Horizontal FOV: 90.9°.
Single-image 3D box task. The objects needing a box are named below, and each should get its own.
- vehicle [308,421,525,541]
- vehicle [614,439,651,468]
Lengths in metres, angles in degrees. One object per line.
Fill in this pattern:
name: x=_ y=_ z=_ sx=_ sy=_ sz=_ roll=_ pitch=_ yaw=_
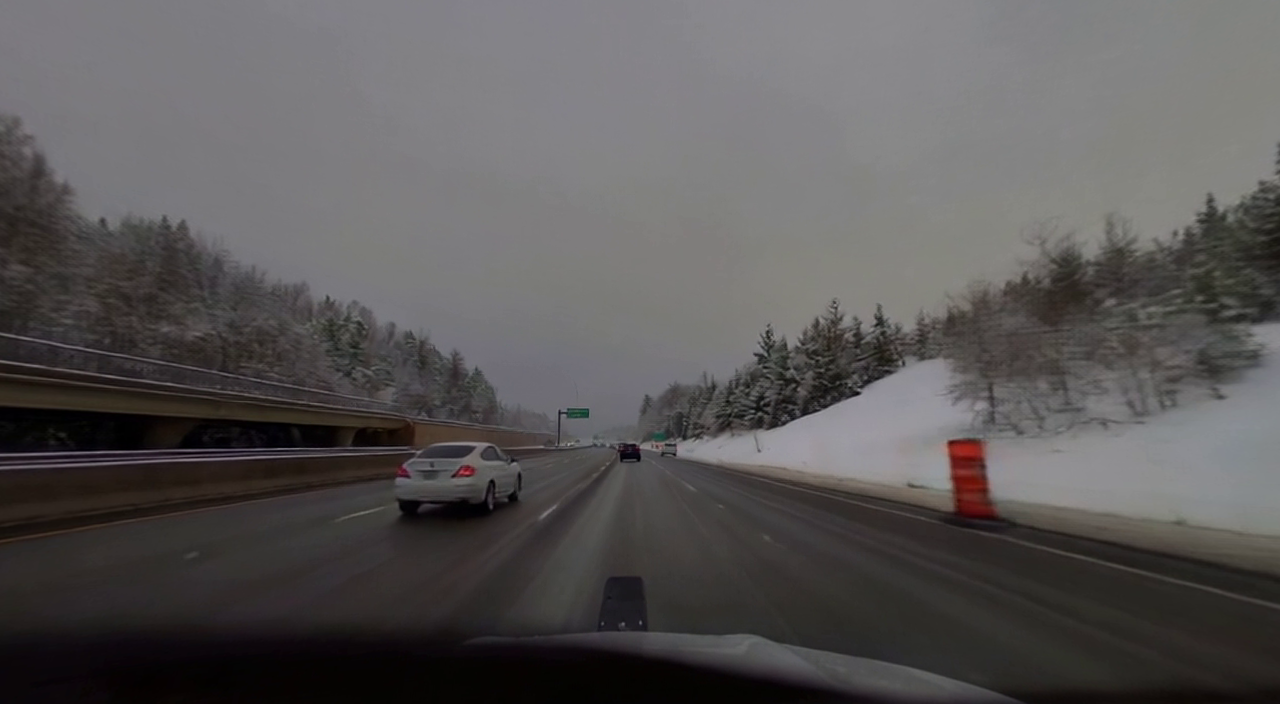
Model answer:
vehicle: x=-3.582 y=2.165 z=11.300 sx=2.114 sy=1.650 sz=4.730 roll=-1 pitch=-8 yaw=1
vehicle: x=-0.539 y=6.828 z=42.555 sx=2.328 sy=1.805 sz=4.502 roll=0 pitch=-8 yaw=-2
